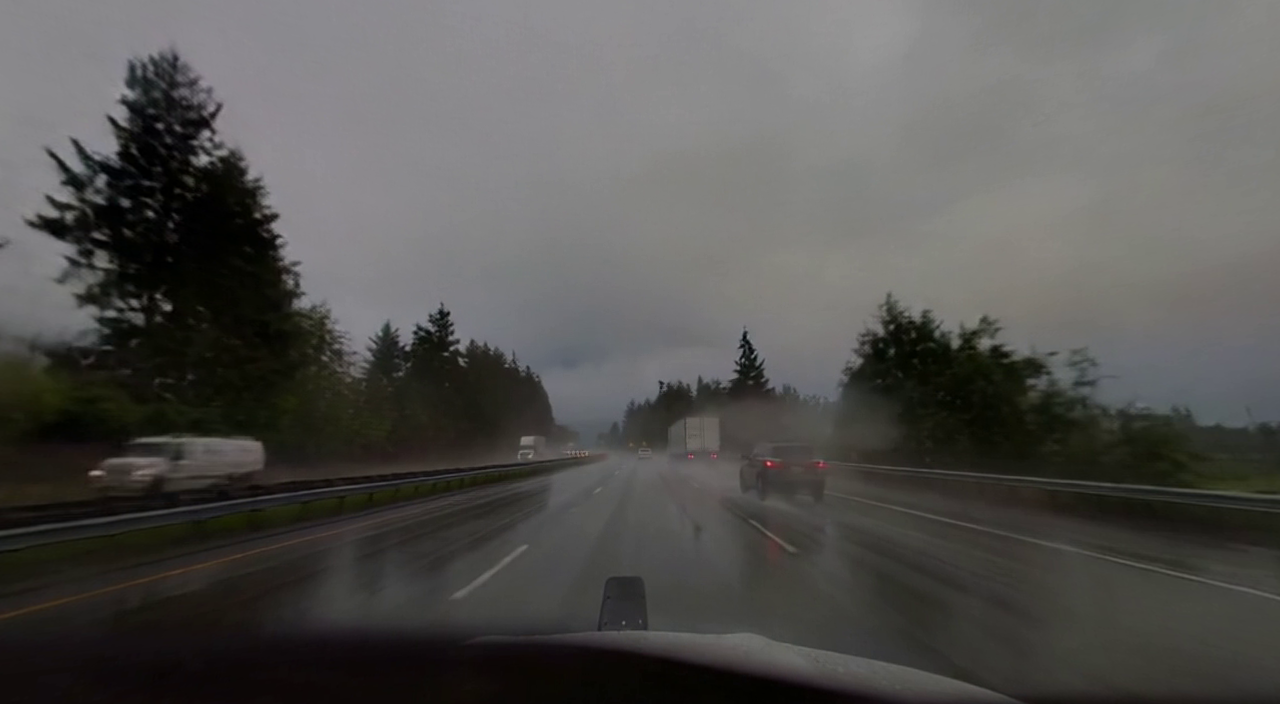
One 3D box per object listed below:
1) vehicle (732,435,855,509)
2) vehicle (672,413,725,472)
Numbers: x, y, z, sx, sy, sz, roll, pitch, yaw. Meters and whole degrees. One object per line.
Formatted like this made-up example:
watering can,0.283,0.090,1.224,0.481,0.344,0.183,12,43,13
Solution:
vehicle,3.791,3.038,16.393,2.096,1.653,4.185,0,-9,0
vehicle,4.318,7.045,48.608,3.117,3.971,10.593,0,-9,0
